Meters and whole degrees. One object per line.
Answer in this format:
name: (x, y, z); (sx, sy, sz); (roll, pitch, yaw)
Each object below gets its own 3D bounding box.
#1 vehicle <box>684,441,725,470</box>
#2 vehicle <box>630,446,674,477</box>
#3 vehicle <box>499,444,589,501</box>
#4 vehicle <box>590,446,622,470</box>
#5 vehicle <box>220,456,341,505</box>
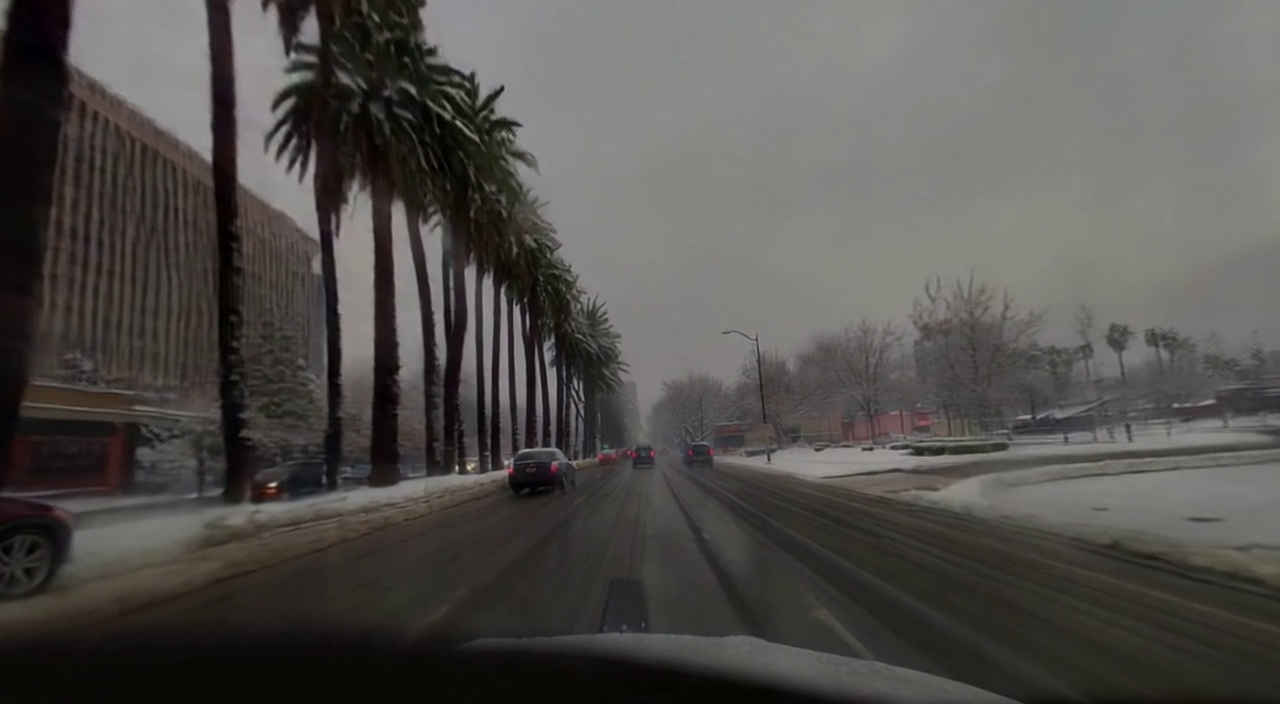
vehicle: (4.087, 6.687, 40.854); (2.108, 1.785, 4.334); (0, -9, -1)
vehicle: (0.610, 5.620, 32.641); (2.147, 1.507, 3.953); (0, -9, 0)
vehicle: (-2.748, 3.558, 19.112); (1.908, 1.505, 4.369); (-1, -9, 2)
vehicle: (-2.600, 8.197, 48.969); (2.168, 1.719, 4.283); (0, -9, 0)
vehicle: (-13.978, 4.984, 24.905); (2.026, 1.641, 4.619); (-1, -9, 1)
